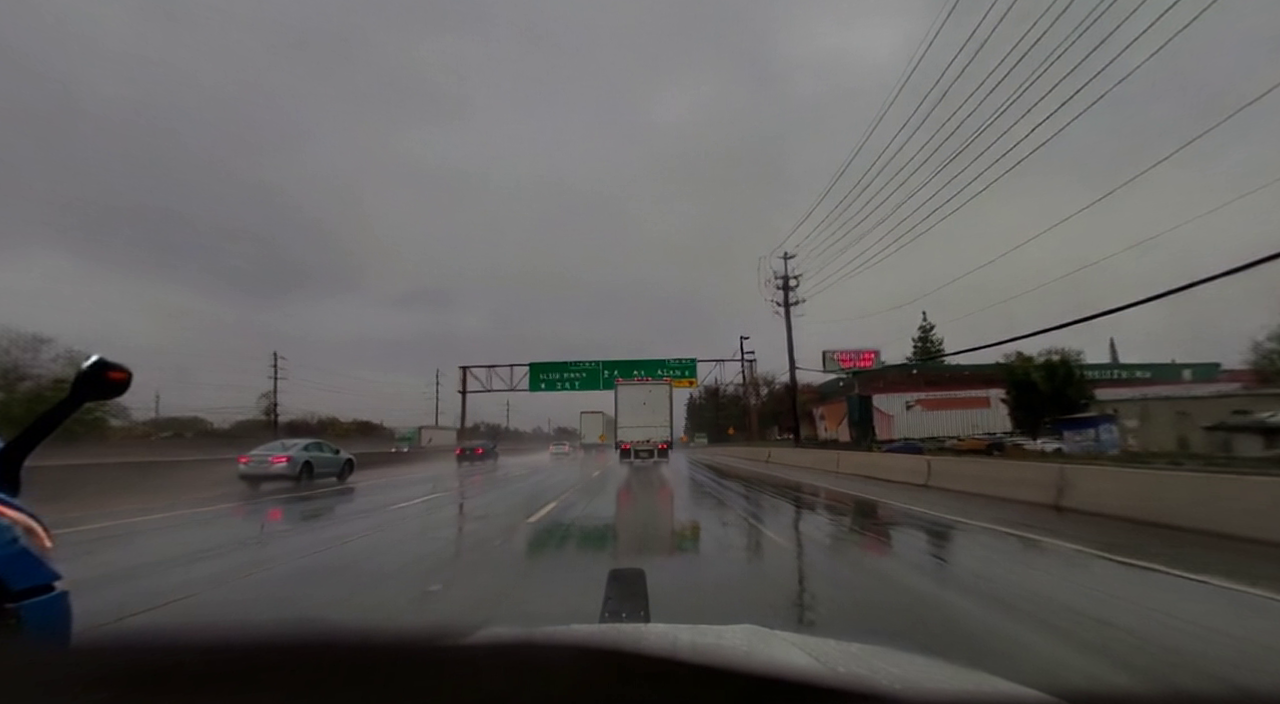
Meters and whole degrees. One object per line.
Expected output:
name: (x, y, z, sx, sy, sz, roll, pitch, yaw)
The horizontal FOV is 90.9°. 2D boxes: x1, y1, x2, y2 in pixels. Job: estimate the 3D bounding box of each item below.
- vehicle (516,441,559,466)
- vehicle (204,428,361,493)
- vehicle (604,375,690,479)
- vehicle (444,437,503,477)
vehicle: (-6.163, 6.164, 38.430, 1.933, 1.459, 4.478, 0, -9, -1)
vehicle: (-10.921, 3.357, 19.801, 2.046, 1.779, 4.752, 0, -9, 1)
vehicle: (0.177, 3.318, 26.853, 2.941, 3.604, 9.851, 0, -9, -1)
vehicle: (-6.971, 4.419, 26.671, 1.736, 1.580, 2.778, 0, -9, 0)
